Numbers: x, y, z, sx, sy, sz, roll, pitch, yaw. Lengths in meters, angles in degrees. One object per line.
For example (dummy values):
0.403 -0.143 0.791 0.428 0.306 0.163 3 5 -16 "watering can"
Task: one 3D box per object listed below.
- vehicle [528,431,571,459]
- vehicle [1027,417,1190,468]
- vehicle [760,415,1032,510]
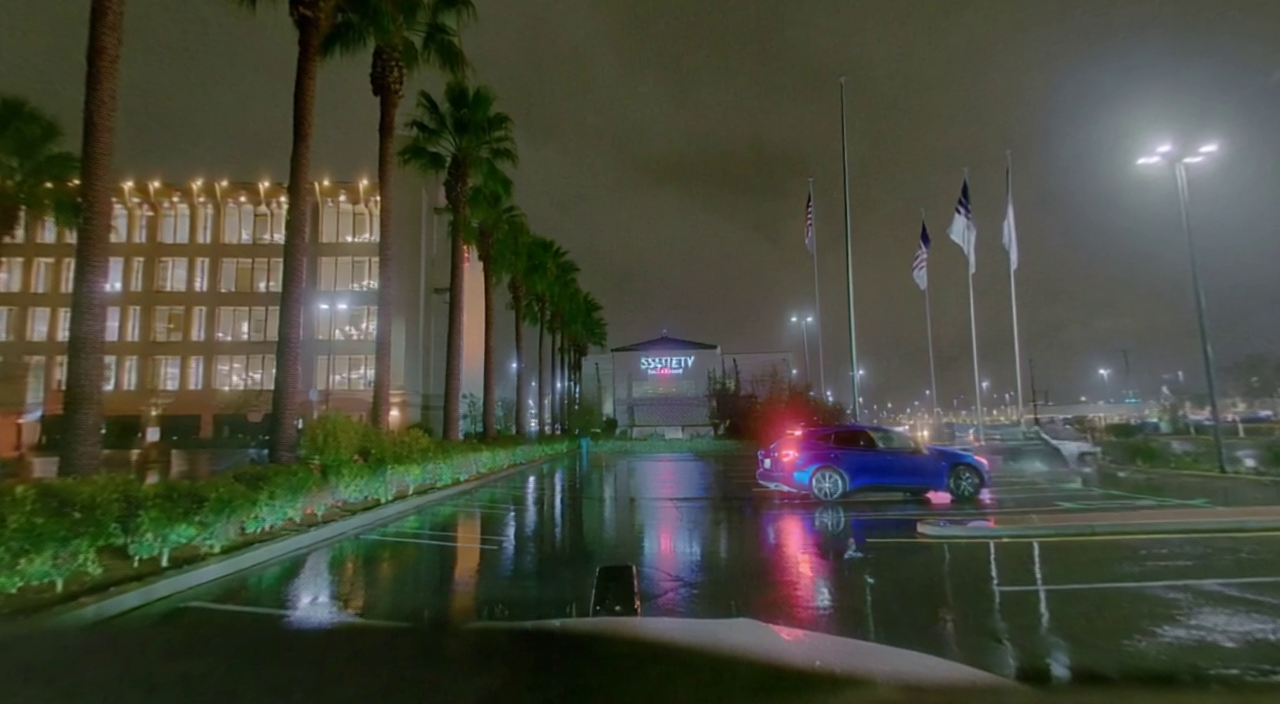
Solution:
-6.611 6.808 46.346 1.943 1.890 4.472 -3 -7 7 "vehicle"
19.656 3.898 26.929 2.357 1.921 5.999 0 -8 0 "vehicle"
4.887 2.180 12.586 4.567 1.723 1.926 0 -8 0 "vehicle"
